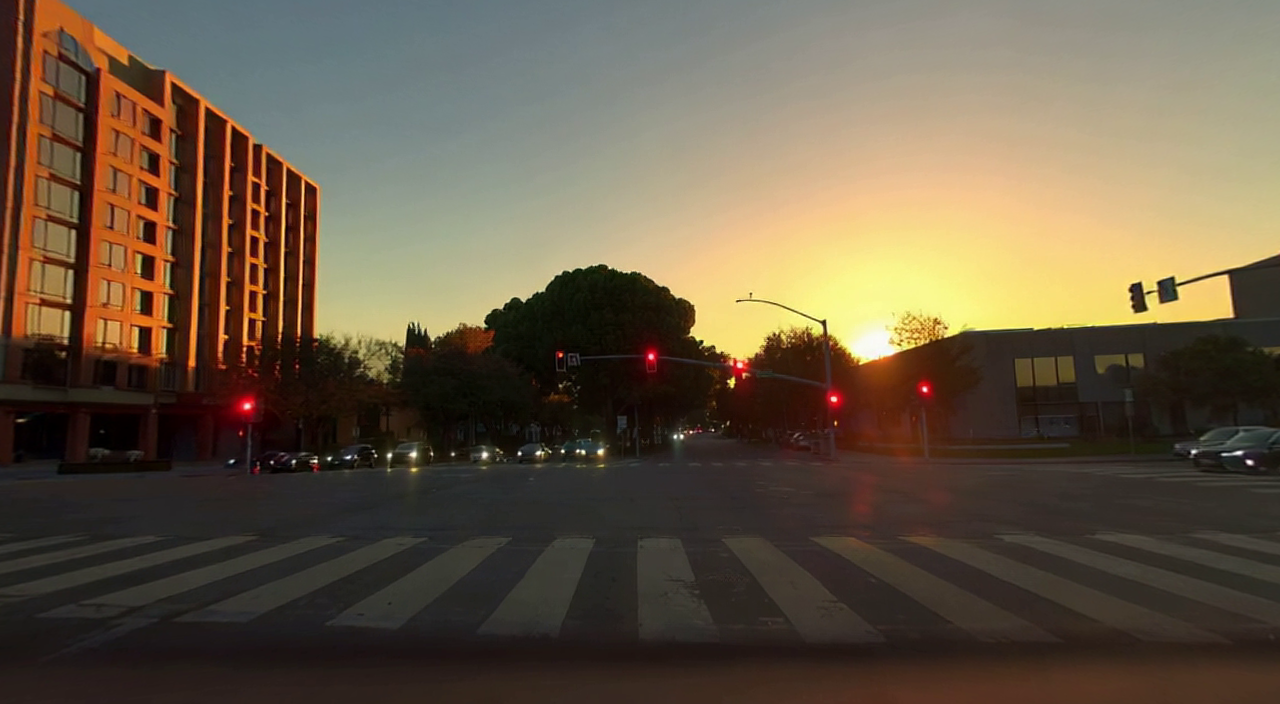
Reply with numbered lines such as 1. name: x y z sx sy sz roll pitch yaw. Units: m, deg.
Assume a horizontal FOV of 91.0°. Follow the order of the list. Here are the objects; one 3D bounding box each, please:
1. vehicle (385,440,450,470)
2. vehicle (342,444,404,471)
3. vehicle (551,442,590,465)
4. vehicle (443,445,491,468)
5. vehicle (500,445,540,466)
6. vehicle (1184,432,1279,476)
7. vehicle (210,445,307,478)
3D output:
1. vehicle: -15.143 7.032 43.162 2.340 1.946 5.450 0 -9 2
2. vehicle: -18.563 7.347 44.005 2.237 1.801 4.541 0 -9 1
3. vehicle: -4.534 6.710 41.674 1.954 1.431 4.050 0 -9 2
4. vehicle: -11.634 7.079 42.693 1.911 1.476 4.297 -1 -9 2
5. vehicle: -8.091 7.001 42.609 1.910 1.321 3.692 0 -9 2
6. vehicle: 22.318 3.581 22.237 4.474 1.477 1.908 0 -9 -2
7. vehicle: -22.974 6.563 38.150 2.032 1.839 4.884 -3 -9 15
